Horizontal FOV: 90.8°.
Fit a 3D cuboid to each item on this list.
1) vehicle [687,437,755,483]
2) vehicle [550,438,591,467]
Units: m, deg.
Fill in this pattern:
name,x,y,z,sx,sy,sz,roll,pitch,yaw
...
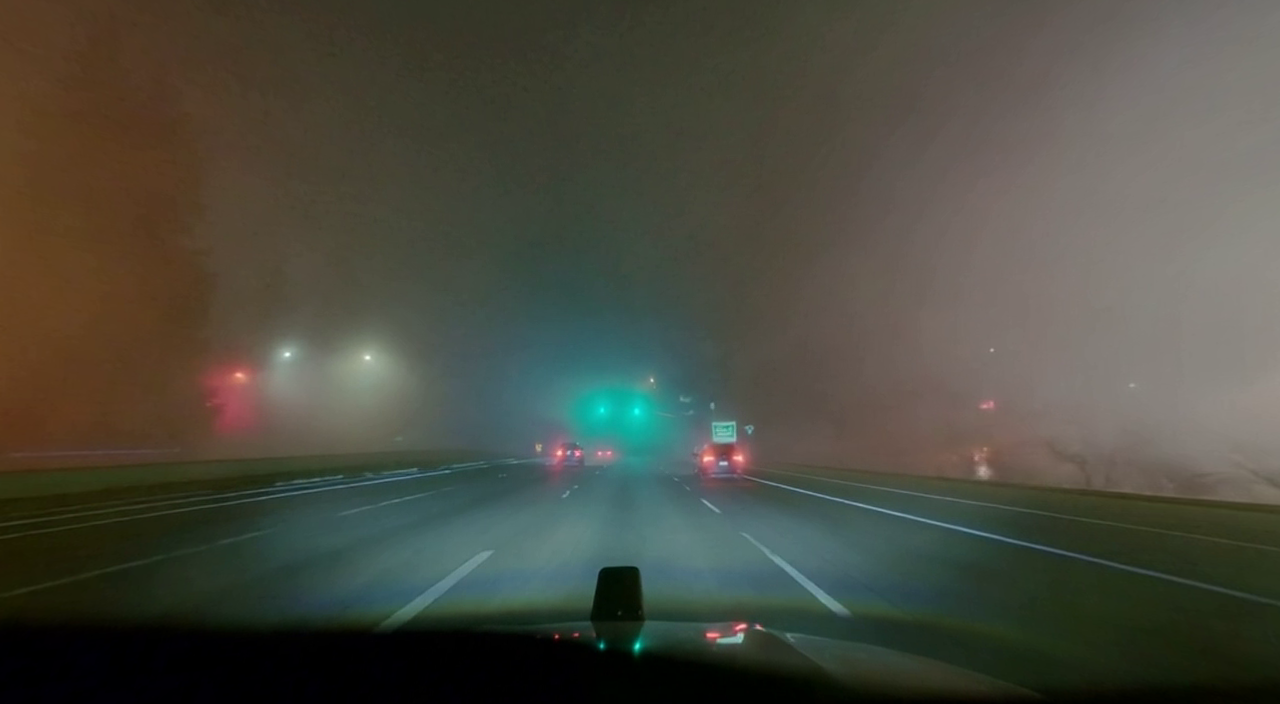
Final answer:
name,x,y,z,sx,sy,sz,roll,pitch,yaw
vehicle,3.117,4.253,25.217,1.997,1.686,4.247,0,-8,-2
vehicle,-4.506,6.603,41.578,2.176,1.779,4.755,0,-8,0
